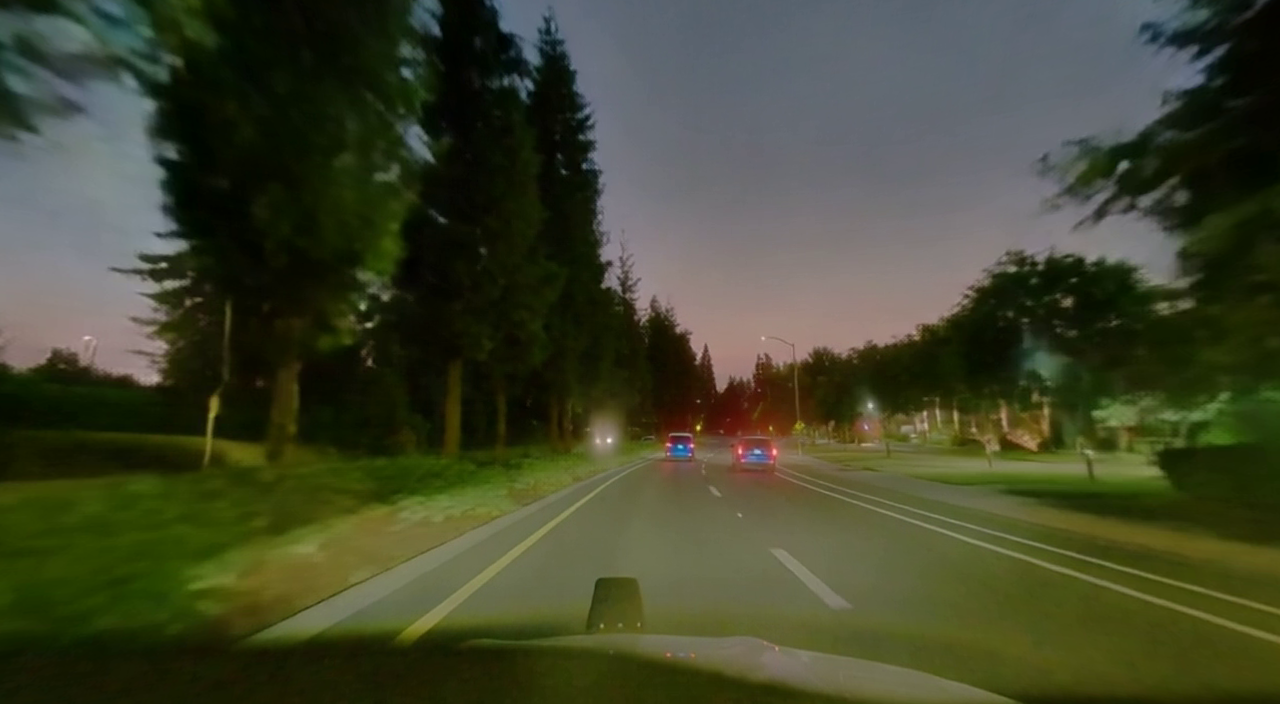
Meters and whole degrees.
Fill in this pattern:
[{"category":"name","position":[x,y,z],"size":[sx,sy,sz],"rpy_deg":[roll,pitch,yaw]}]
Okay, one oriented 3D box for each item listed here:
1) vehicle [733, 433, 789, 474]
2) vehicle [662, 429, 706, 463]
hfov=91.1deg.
[{"category":"vehicle","position":[5.254,4.471,27.874],"size":[1.971,1.663,4.287],"rpy_deg":[-1,-8,5]},{"category":"vehicle","position":[2.637,5.439,36.315],"size":[2.251,1.822,4.391],"rpy_deg":[-1,-8,7]}]
